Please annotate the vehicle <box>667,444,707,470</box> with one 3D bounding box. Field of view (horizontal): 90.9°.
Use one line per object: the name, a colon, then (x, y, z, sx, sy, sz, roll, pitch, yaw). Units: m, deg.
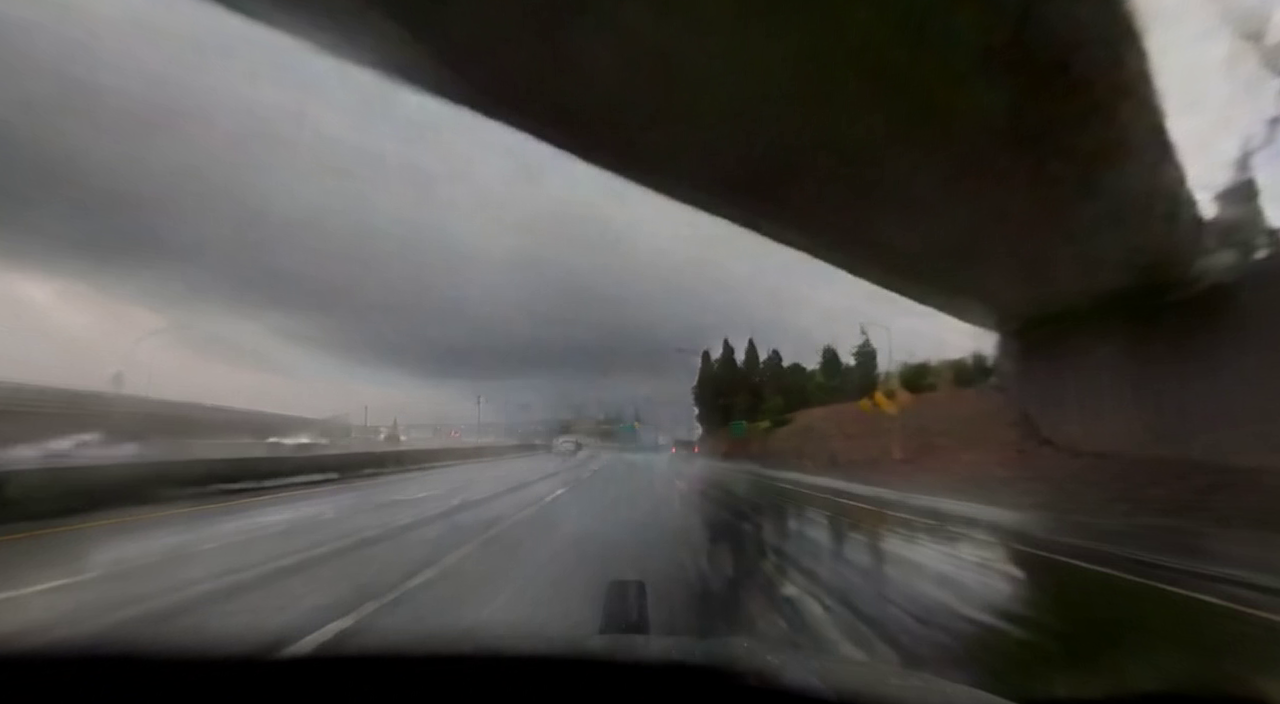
vehicle: (2.855, 6.487, 39.370, 2.059, 1.509, 4.670, 0, -8, -1)
